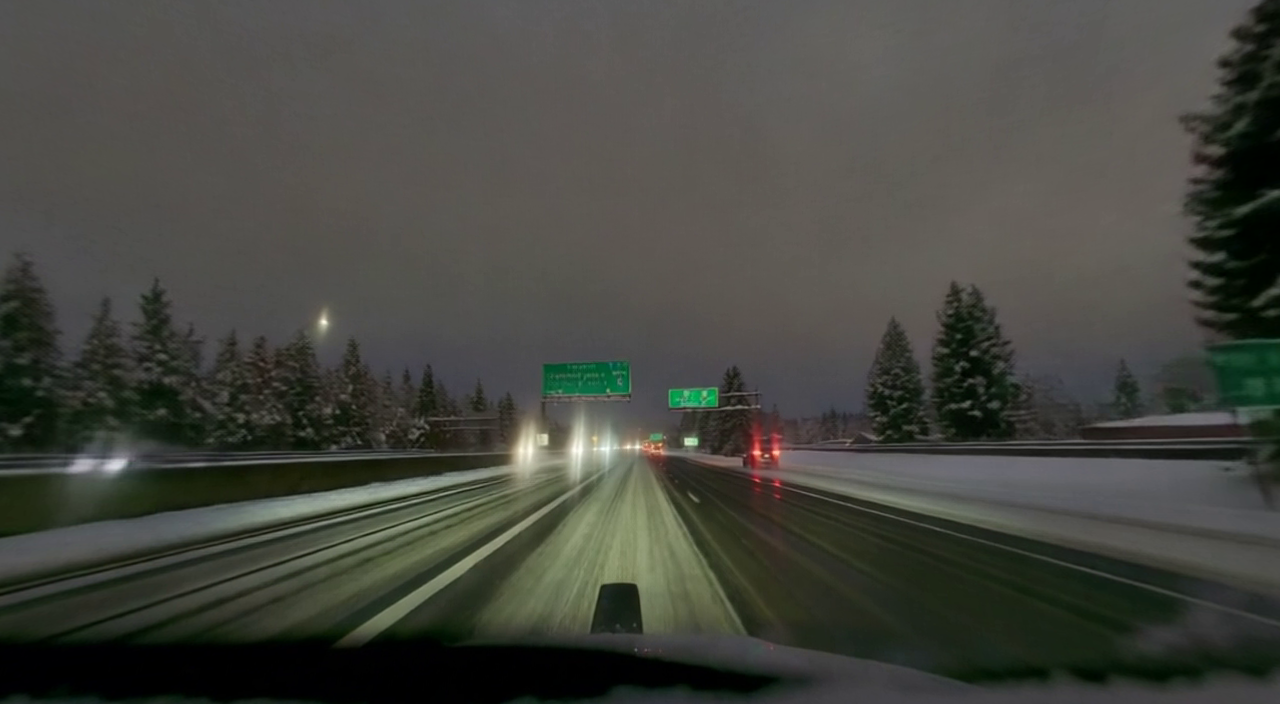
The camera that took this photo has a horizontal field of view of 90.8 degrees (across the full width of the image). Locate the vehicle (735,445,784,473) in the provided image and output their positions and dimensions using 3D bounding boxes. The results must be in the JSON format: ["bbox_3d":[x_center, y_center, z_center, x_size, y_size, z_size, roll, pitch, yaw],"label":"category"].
[{"bbox_3d":[7.015,6.318,37.516,1.958,1.498,4.447,0,-8,-1],"label":"vehicle"}]

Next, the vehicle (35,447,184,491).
[{"bbox_3d":[-22.378,4.908,26.976,2.102,1.635,4.892,0,-9,0],"label":"vehicle"}]
